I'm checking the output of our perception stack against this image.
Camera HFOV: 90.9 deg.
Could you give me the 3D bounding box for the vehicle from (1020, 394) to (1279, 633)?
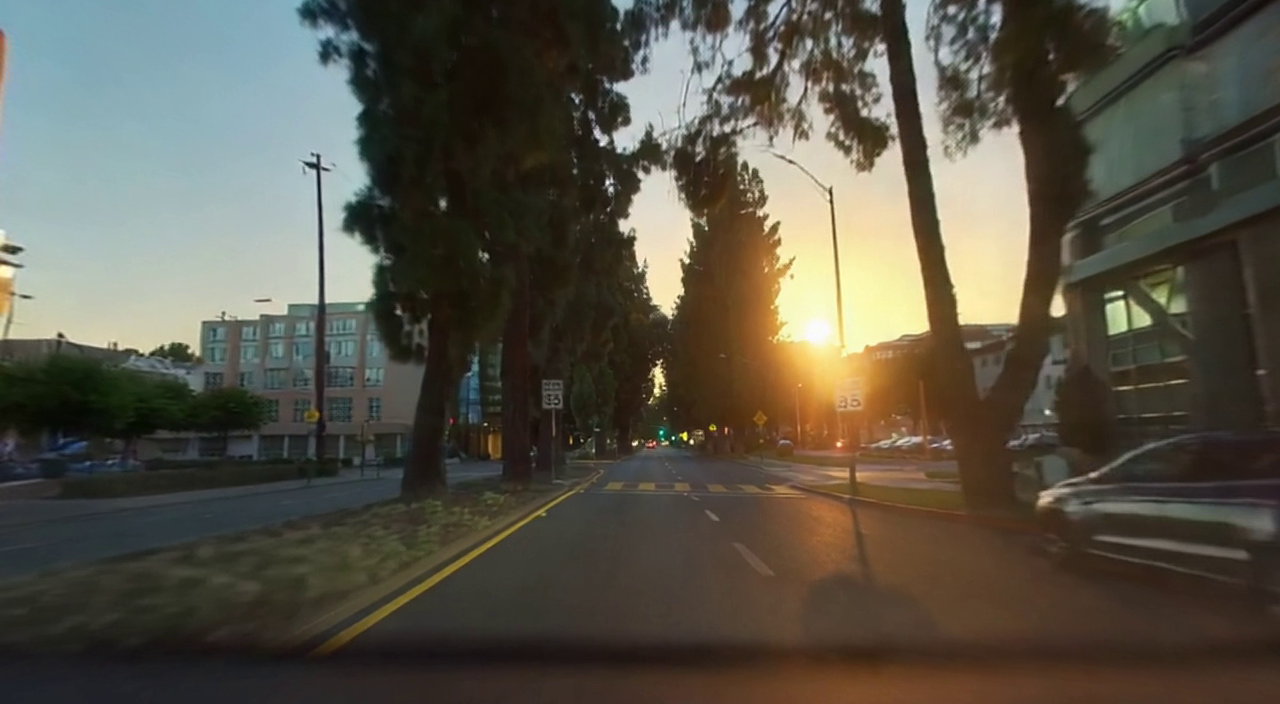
[{"bbox_3d":[5.992,1.334,5.467,2.104,1.826,5.301,0,-8,0],"label":"vehicle"}]
